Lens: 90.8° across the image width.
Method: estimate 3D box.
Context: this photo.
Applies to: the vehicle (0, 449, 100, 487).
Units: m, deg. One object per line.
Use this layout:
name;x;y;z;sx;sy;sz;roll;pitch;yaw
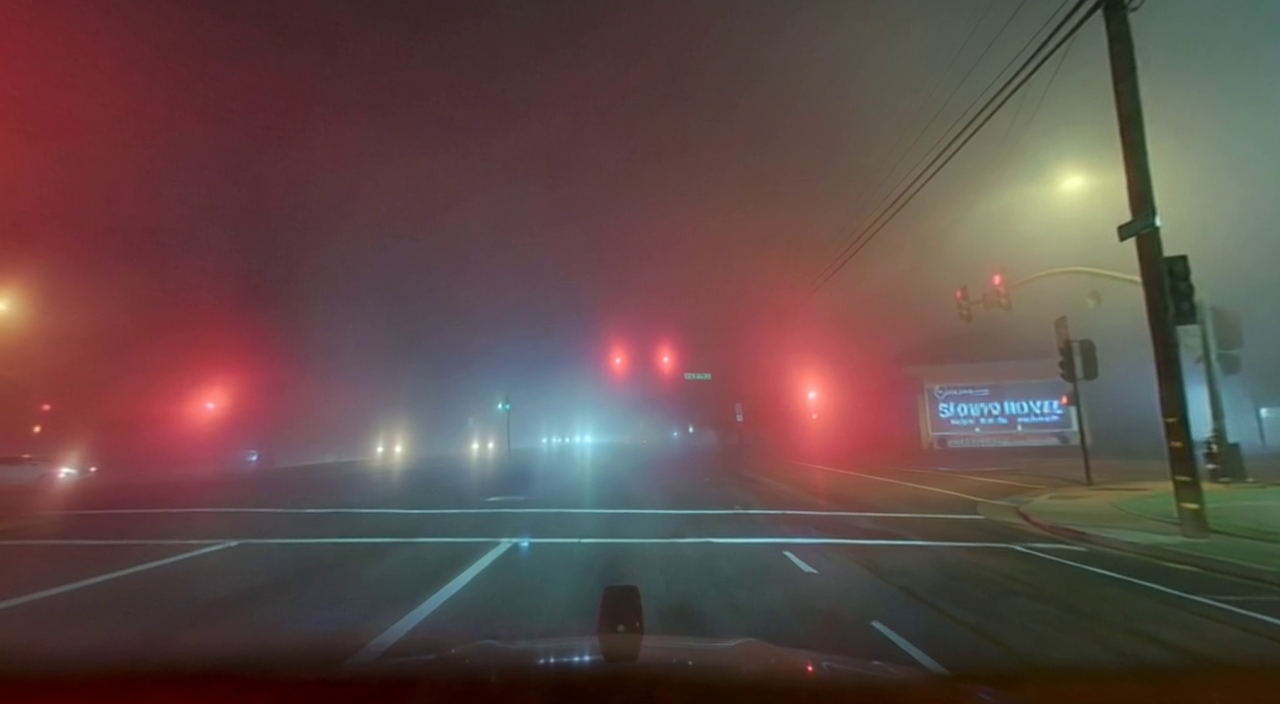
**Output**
vehicle;-25.441;4.774;26.040;4.500;1.465;1.936;0;-8;-1
